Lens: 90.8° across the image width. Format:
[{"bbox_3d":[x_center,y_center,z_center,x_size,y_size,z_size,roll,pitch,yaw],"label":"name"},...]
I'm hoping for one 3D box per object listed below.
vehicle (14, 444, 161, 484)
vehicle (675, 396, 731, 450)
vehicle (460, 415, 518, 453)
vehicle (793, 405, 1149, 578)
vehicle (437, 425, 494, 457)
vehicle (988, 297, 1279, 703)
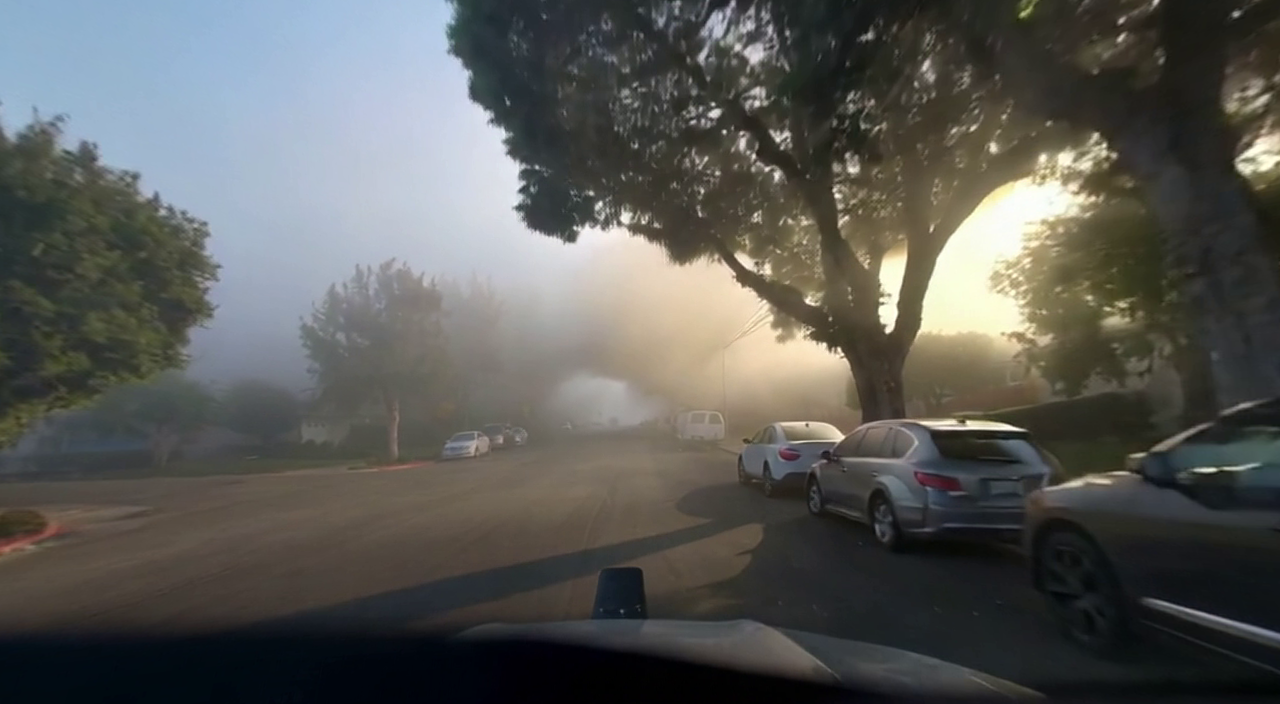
[{"bbox_3d":[-22.641,4.556,26.133,1.813,1.499,4.321,-1,-8,8],"label":"vehicle"},{"bbox_3d":[3.001,3.513,30.885,2.233,2.453,3.787,0,-8,-2],"label":"vehicle"},{"bbox_3d":[-8.641,4.746,36.583,2.163,1.841,4.679,-6,-7,-1],"label":"vehicle"},{"bbox_3d":[3.668,1.615,8.165,2.047,1.598,4.321,0,-8,-3],"label":"vehicle"},{"bbox_3d":[-8.489,4.371,31.018,1.821,1.476,4.060,0,-8,-3],"label":"vehicle"},{"bbox_3d":[3.666,0.655,2.077,2.208,1.863,4.799,0,-8,-1],"label":"vehicle"}]
